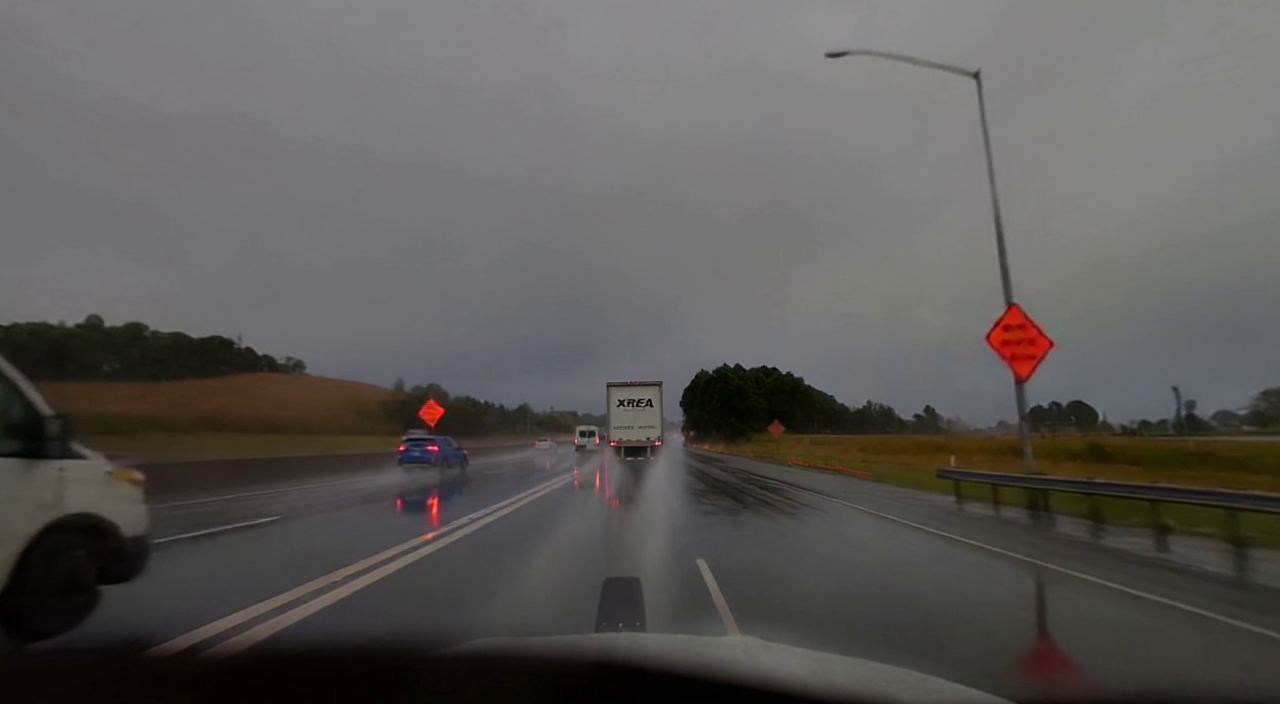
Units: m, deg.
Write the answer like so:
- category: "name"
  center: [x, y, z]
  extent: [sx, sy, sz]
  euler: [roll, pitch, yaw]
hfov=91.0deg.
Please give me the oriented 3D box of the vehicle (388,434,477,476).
- category: "vehicle"
  center: [-8.255, 4.149, 25.517]
  extent: [1.915, 1.506, 4.594]
  euler: [0, -8, 1]

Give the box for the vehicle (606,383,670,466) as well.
- category: "vehicle"
  center: [-0.171, 4.547, 36.920]
  extent: [3.183, 4.011, 9.617]
  euler: [-1, -11, -1]

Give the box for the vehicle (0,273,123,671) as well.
- category: "vehicle"
  center: [-4.720, 0.285, 1.017]
  extent: [2.584, 2.082, 5.968]
  euler: [0, -8, 1]
